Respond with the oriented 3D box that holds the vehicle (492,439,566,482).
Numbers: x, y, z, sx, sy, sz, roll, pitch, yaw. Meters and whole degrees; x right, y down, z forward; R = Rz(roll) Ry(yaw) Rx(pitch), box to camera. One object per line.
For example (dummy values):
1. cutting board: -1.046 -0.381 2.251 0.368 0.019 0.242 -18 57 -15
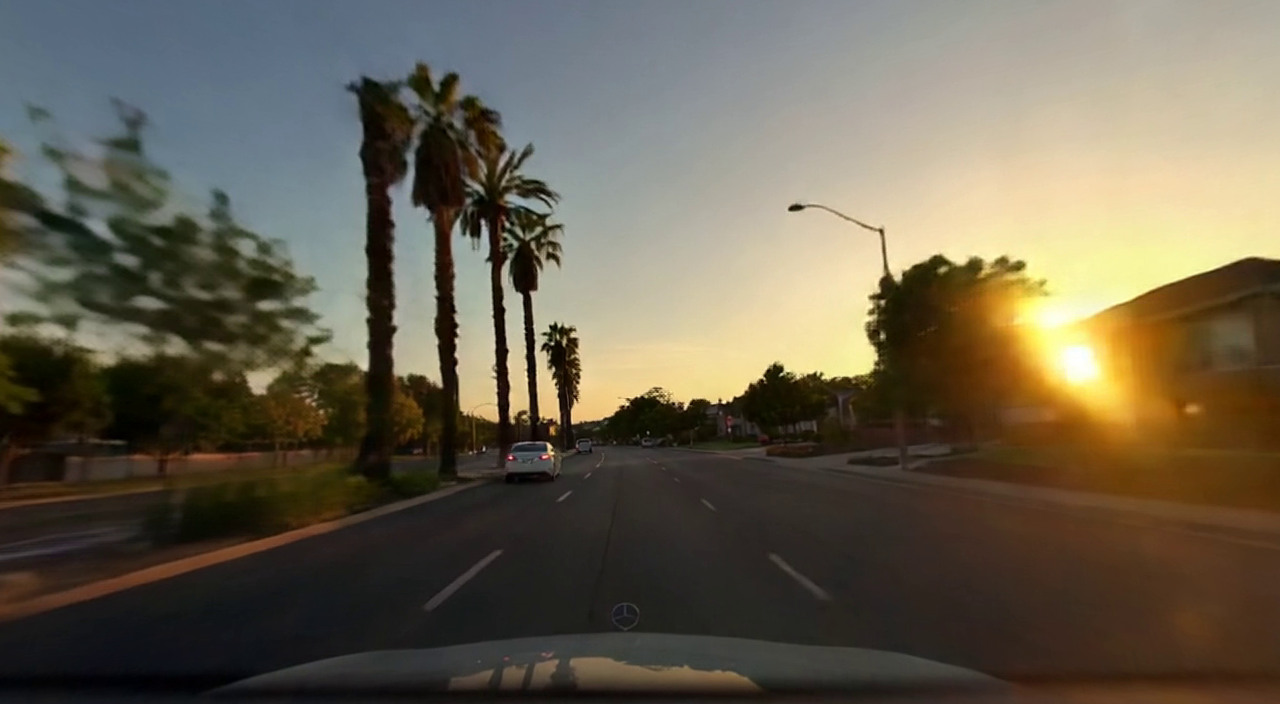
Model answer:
1. vehicle: -4.153 4.142 24.455 2.108 1.475 4.555 0 -8 -1
